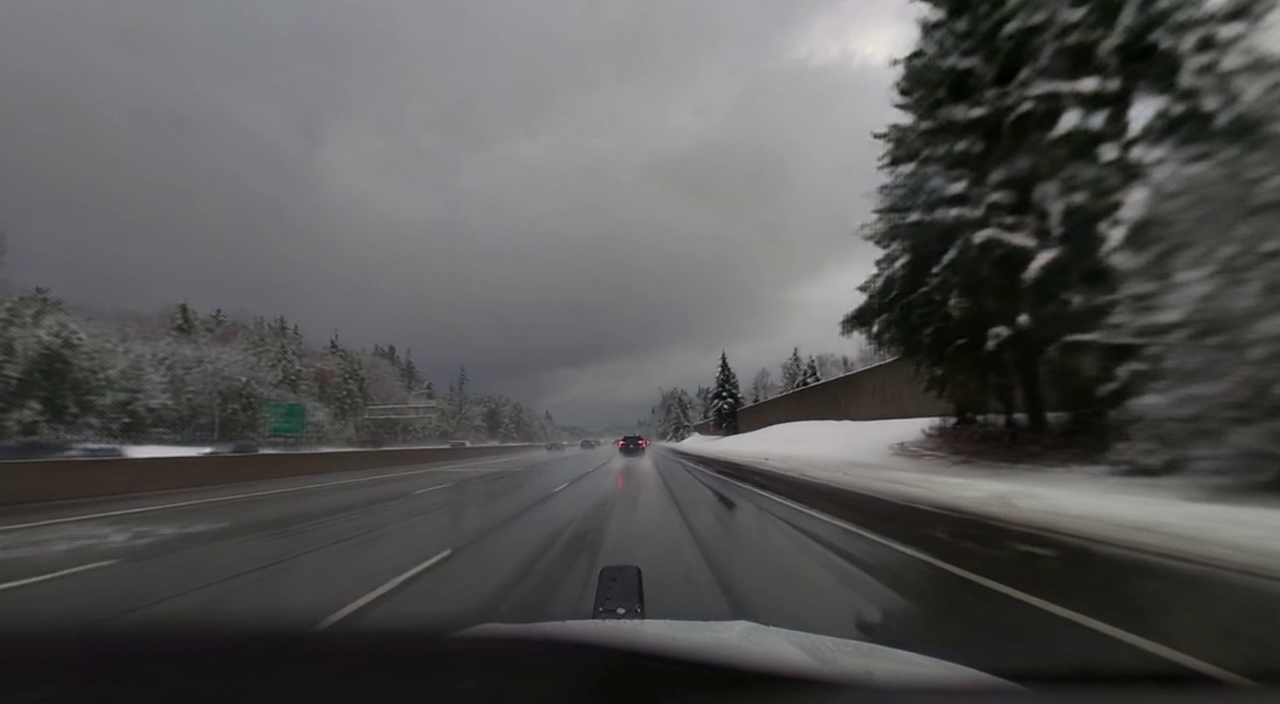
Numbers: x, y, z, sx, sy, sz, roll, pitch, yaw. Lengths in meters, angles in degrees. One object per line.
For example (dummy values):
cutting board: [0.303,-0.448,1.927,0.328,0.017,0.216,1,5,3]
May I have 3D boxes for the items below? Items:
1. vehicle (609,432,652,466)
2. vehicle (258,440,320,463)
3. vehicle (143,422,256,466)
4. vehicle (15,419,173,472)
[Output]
vehicle: [-0.460,5.134,33.384,2.141,1.706,4.065,0,-8,0]
vehicle: [-25.443,7.237,45.878,1.894,1.591,4.497,0,-8,0]
vehicle: [-33.077,6.971,47.750,2.783,3.064,7.843,0,-8,0]
vehicle: [-33.141,5.764,38.750,2.699,2.912,7.678,0,-8,1]
